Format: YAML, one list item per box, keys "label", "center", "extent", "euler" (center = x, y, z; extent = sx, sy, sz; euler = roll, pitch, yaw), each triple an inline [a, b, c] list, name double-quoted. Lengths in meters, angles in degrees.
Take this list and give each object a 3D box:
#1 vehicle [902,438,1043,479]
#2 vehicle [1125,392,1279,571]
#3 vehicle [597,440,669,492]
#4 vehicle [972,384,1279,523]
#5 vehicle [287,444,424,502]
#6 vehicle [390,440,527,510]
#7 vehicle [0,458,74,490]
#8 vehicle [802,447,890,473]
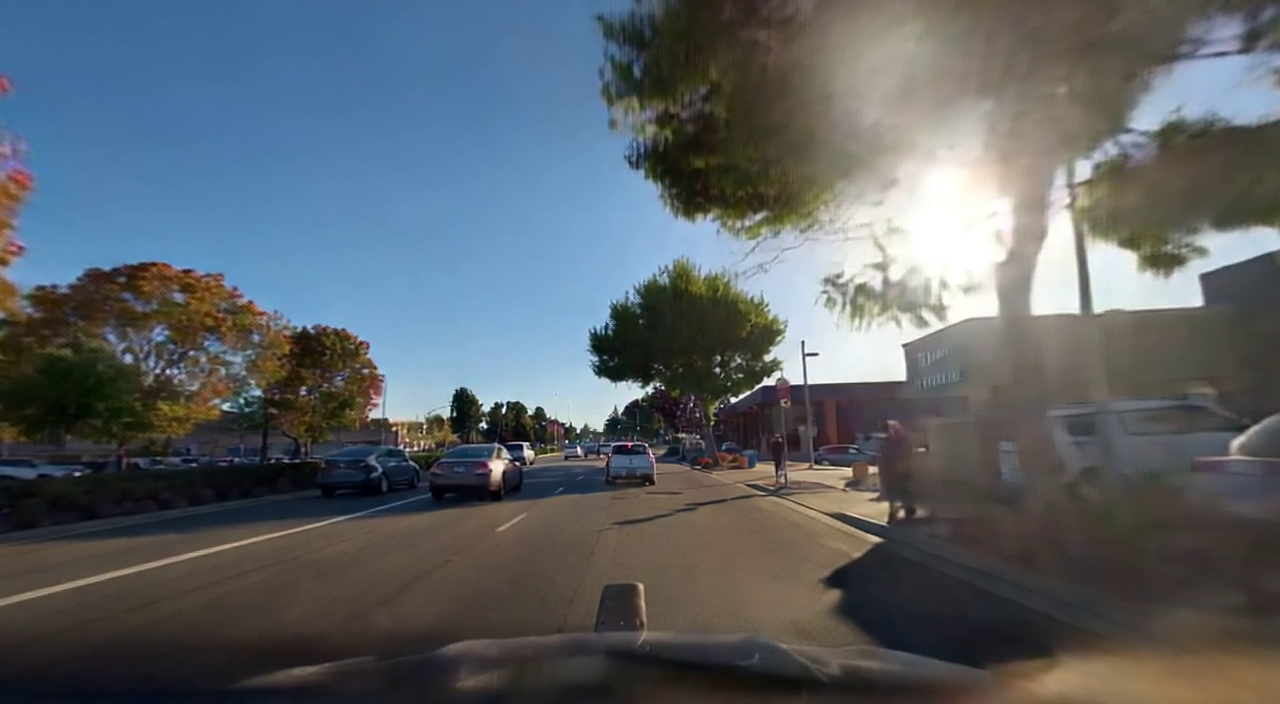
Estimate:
- label: "vehicle"
  center: [13.099, 4.190, 25.005]
  extent: [4.619, 1.523, 1.873]
  euler: [1, -9, -9]
- label: "vehicle"
  center: [8.992, 1.223, 6.990]
  extent: [5.543, 1.743, 2.232]
  euler: [-3, -9, -7]
- label: "vehicle"
  center: [-0.272, 3.577, 20.124]
  extent: [2.061, 1.469, 3.954]
  euler: [0, -9, -2]
- label: "vehicle"
  center: [9.076, 1.663, 10.733]
  extent: [5.518, 1.898, 2.188]
  euler: [-3, -9, -1]
- label: "vehicle"
  center: [-7.969, 3.409, 18.233]
  extent: [2.009, 1.470, 4.179]
  euler: [0, -9, 0]
- label: "vehicle"
  center: [-4.281, 2.975, 15.833]
  extent: [1.973, 1.456, 4.850]
  euler: [0, -9, 0]
- label: "vehicle"
  center: [-37.124, 7.151, 37.187]
  extent: [5.392, 1.755, 2.213]
  euler: [0, -9, 1]
- label: "vehicle"
  center: [13.226, 6.950, 40.744]
  extent: [4.877, 1.603, 2.197]
  euler: [0, -9, 1]
